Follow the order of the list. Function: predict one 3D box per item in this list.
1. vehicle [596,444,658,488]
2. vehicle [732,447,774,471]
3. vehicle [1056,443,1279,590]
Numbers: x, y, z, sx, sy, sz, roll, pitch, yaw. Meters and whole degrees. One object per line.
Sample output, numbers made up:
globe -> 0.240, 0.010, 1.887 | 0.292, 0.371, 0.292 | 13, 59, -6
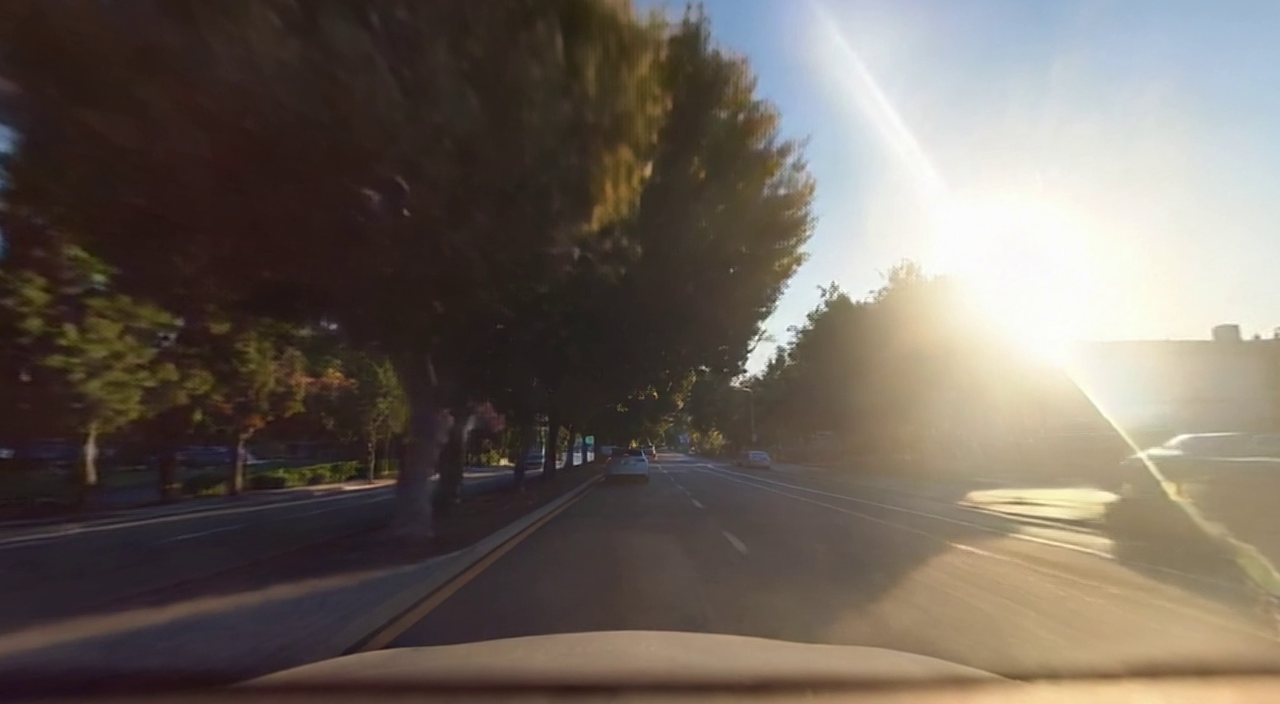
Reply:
vehicle -> -0.418, 4.194, 23.576 | 2.099, 1.470, 4.302 | 0, -8, 0
vehicle -> 7.705, 7.350, 43.433 | 2.164, 1.511, 4.571 | 0, -8, 1
vehicle -> 7.506, 1.796, 7.262 | 2.131, 1.474, 4.752 | 0, -8, -1
